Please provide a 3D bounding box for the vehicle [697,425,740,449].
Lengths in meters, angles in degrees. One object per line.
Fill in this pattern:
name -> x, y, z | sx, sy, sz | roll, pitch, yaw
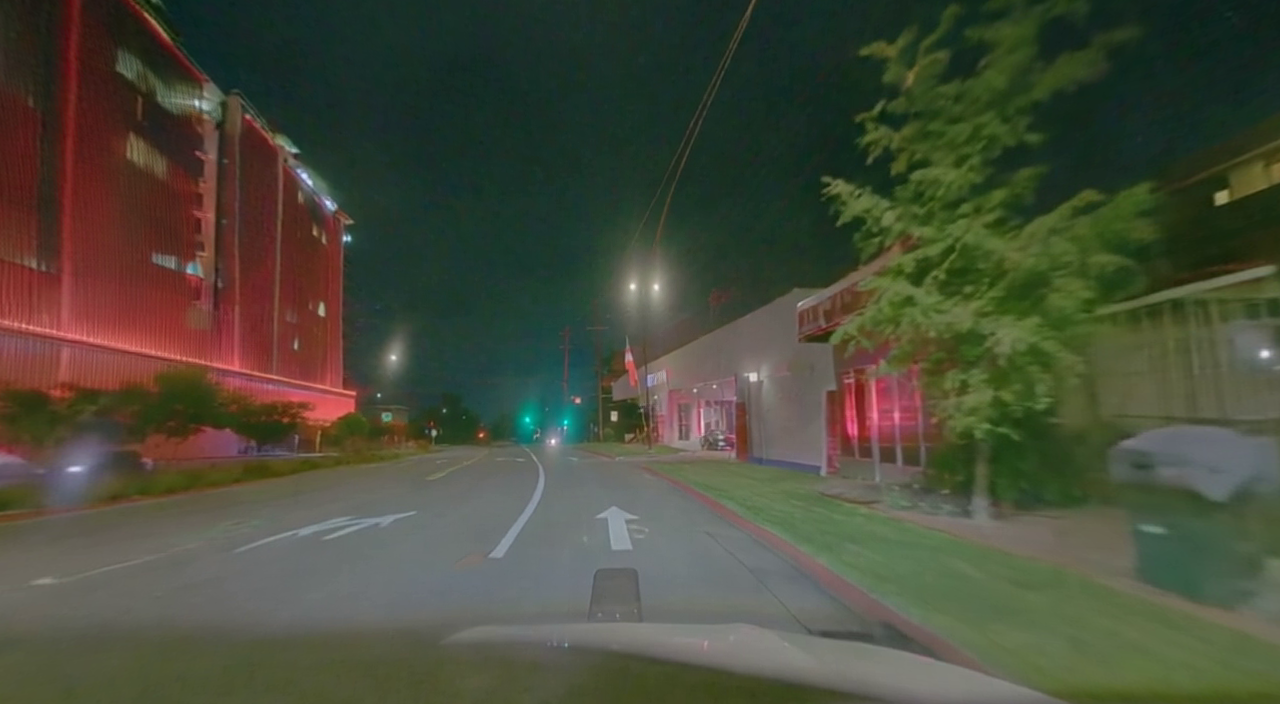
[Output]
vehicle -> 5.288, 5.791, 42.854 | 1.769, 1.516, 3.520 | 0, -8, -13
